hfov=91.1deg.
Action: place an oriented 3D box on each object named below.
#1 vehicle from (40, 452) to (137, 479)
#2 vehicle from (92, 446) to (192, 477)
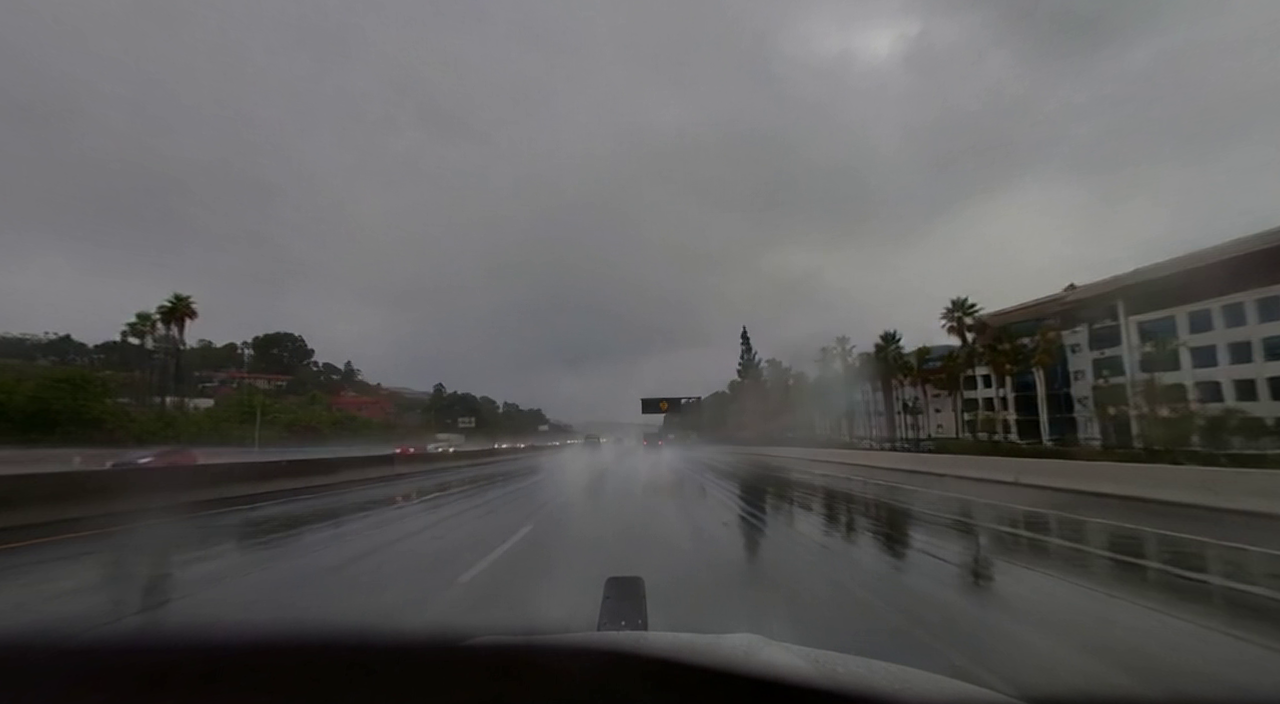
[{"bbox_3d":[-34.400,7.055,39.358,1.877,1.546,4.656,0,-8,0],"label":"vehicle"},{"bbox_3d":[-30.316,6.641,38.435,2.022,1.716,4.899,0,-8,0],"label":"vehicle"}]
